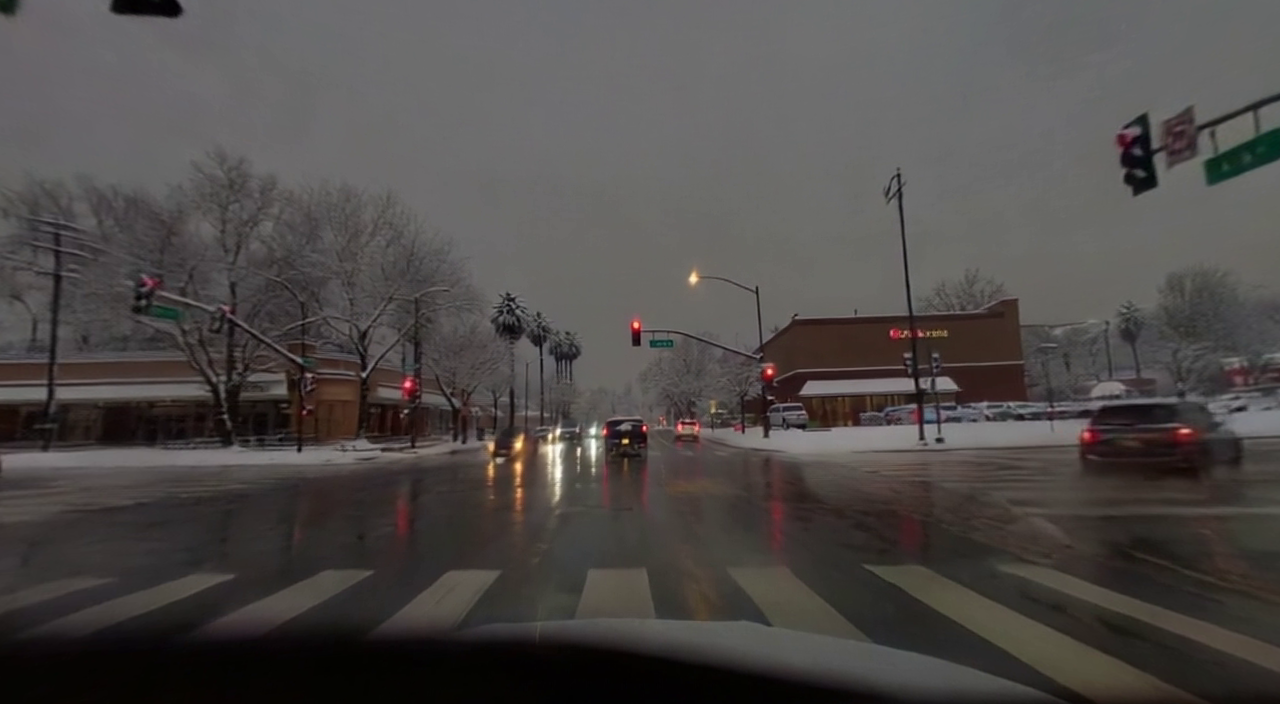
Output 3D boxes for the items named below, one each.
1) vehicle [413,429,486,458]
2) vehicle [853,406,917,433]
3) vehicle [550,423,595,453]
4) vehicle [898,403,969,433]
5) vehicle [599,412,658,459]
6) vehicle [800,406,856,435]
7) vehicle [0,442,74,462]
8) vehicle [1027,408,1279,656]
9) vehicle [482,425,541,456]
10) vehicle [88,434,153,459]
[{"bbox_3d":[-10.271,5.003,34.489,2.002,1.470,4.388,-2,-8,11],"label":"vehicle"},{"bbox_3d":[14.058,3.944,36.516,1.797,1.443,4.451,-1,-7,-1],"label":"vehicle"},{"bbox_3d":[-3.646,4.754,34.843,1.921,1.491,4.332,-1,-8,1],"label":"vehicle"},{"bbox_3d":[16.597,3.807,35.993,1.850,1.509,4.297,0,-9,-1],"label":"vehicle"},{"bbox_3d":[-0.498,3.523,26.554,2.264,1.798,4.531,0,-8,-1],"label":"vehicle"},{"bbox_3d":[11.353,4.195,38.547,1.899,1.550,4.531,-1,-7,-2],"label":"vehicle"},{"bbox_3d":[-43.091,7.159,45.204,1.573,1.372,3.435,-7,-11,29],"label":"vehicle"},{"bbox_3d":[4.868,1.155,4.417,1.963,1.449,4.653,-2,-8,9],"label":"vehicle"},{"bbox_3d":[-6.601,4.623,32.975,2.032,1.508,4.661,-1,-8,1],"label":"vehicle"},{"bbox_3d":[-40.671,7.388,49.481,1.615,1.455,3.501,-7,-4,26],"label":"vehicle"}]
